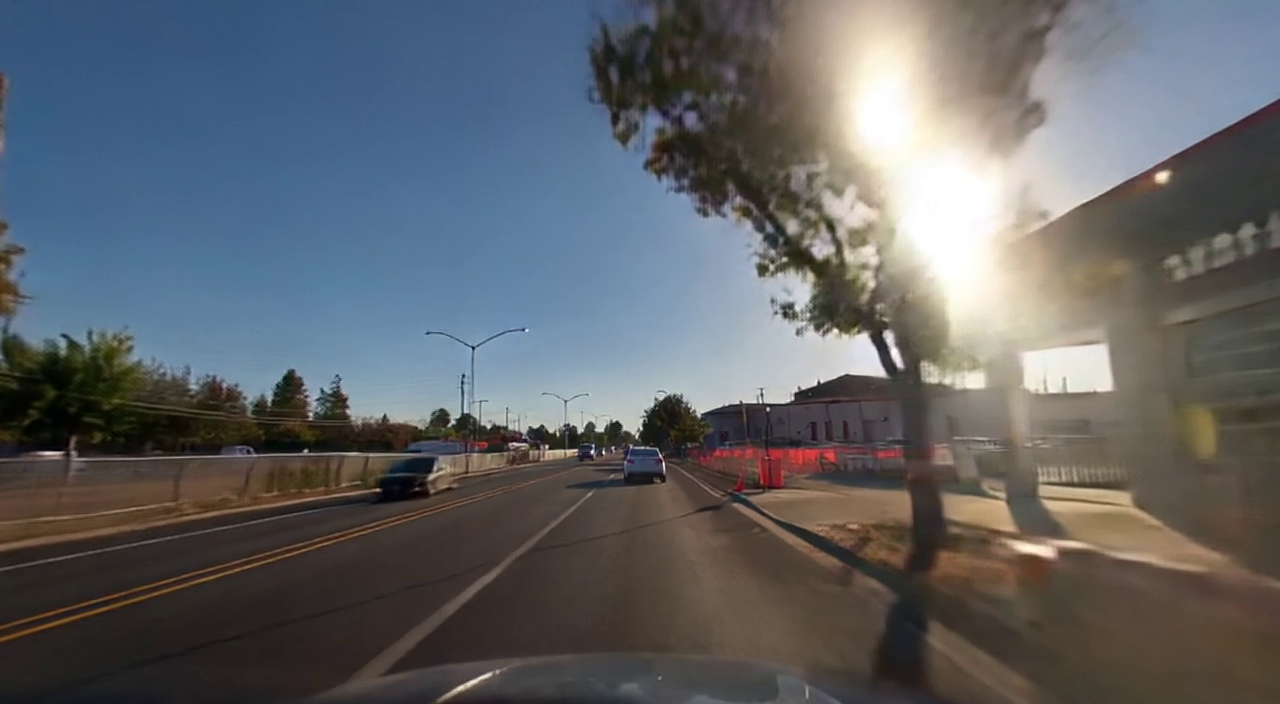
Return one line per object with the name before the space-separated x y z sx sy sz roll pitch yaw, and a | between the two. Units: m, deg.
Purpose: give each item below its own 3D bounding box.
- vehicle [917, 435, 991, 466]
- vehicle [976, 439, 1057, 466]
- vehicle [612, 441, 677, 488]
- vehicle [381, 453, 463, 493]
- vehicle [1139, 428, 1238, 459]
vehicle | 18.939 5.965 38.127 2.039 1.705 4.666 0 -9 -1
vehicle | 21.850 5.833 36.648 1.934 1.457 4.134 0 -9 -4
vehicle | 0.142 4.011 22.757 2.144 1.514 4.063 0 -9 0
vehicle | -9.330 5.185 27.302 1.956 1.527 4.365 0 -9 1
vehicle | 33.089 5.550 38.073 2.008 1.725 4.695 -1 -9 4
